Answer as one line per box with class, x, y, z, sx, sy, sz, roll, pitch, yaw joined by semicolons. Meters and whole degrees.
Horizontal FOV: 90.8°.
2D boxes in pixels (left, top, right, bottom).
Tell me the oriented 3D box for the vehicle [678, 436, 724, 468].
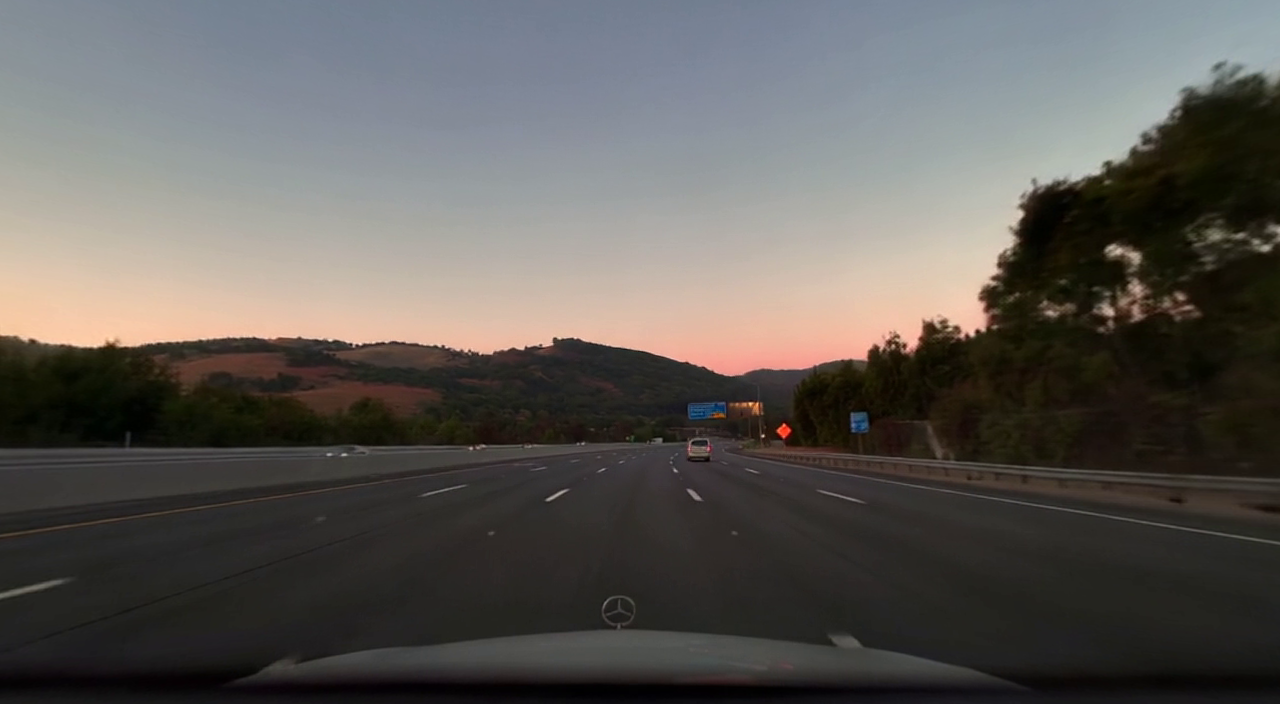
vehicle;3.549;5.902;37.389;2.224;1.738;4.376;0;-9;-1
